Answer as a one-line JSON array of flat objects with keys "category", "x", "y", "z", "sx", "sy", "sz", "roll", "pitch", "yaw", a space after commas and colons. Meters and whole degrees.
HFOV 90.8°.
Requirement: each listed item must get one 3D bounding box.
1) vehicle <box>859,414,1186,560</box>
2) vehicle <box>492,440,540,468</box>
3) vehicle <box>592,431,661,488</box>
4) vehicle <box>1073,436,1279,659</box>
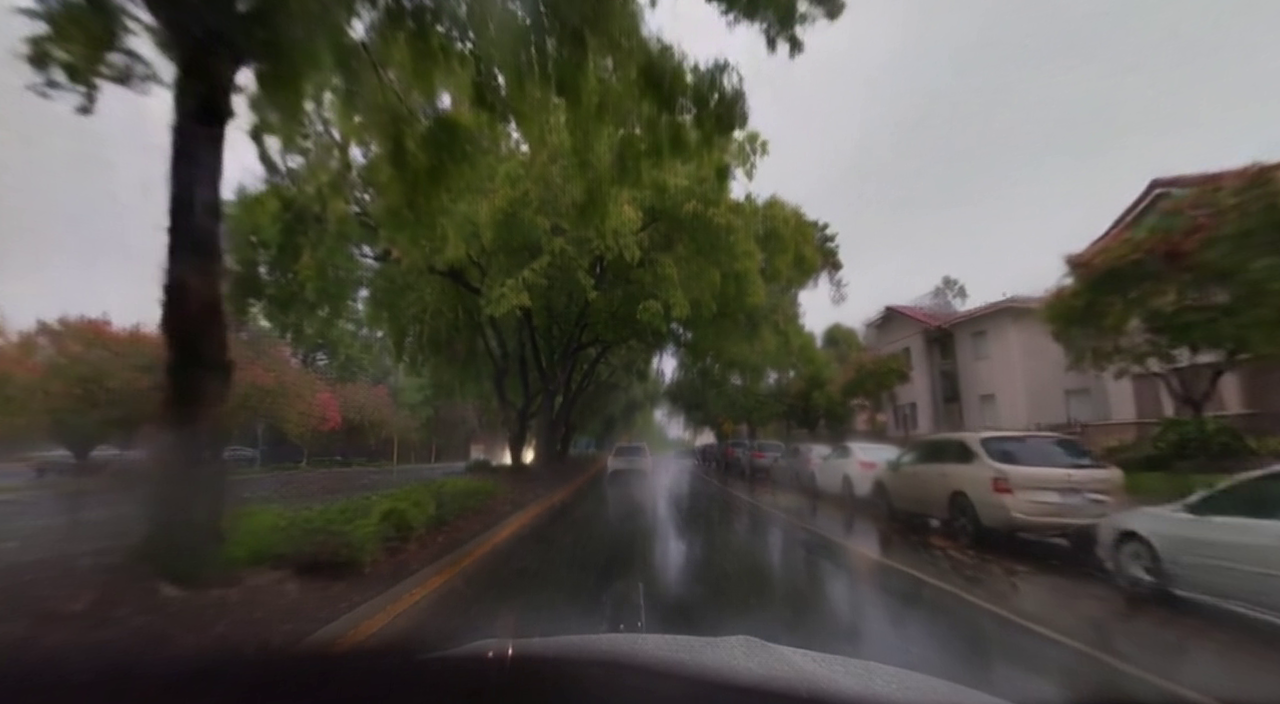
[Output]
[{"category": "vehicle", "x": 5.682, "y": 2.064, "z": 10.475, "sx": 2.233, "sy": 1.811, "sz": 4.922, "roll": 0, "pitch": -8, "yaw": -1}, {"category": "vehicle", "x": -7.077, "y": 5.872, "z": 36.566, "sx": 2.105, "sy": 1.474, "sz": 4.808, "roll": 0, "pitch": -8, "yaw": -4}, {"category": "vehicle", "x": -0.450, "y": 3.516, "z": 21.008, "sx": 2.070, "sy": 1.698, "sz": 3.925, "roll": 0, "pitch": -8, "yaw": -1}, {"category": "vehicle", "x": 5.362, "y": 1.316, "z": 4.203, "sx": 2.005, "sy": 1.499, "sz": 4.108, "roll": 0, "pitch": -8, "yaw": 0}]
